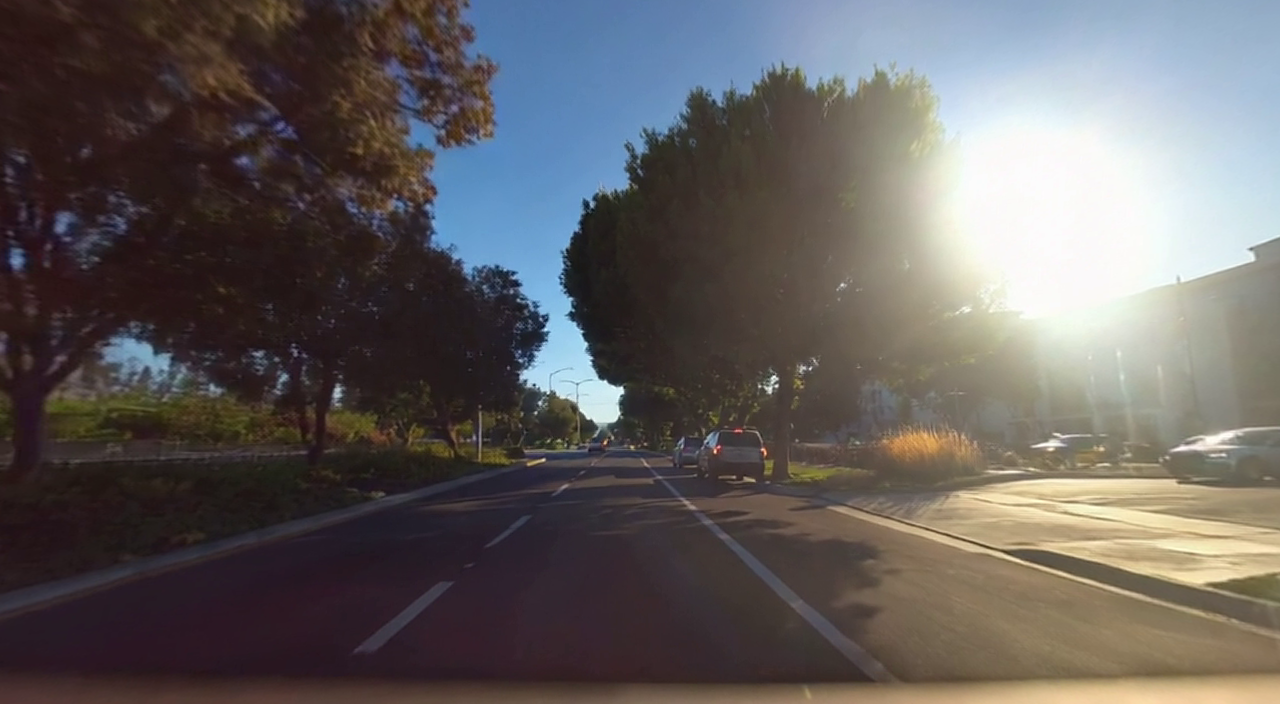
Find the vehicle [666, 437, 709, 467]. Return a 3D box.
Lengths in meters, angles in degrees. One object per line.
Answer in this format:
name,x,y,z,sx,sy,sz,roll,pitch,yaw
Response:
vehicle,2.635,5.648,35.797,1.832,1.538,4.208,0,-8,-4

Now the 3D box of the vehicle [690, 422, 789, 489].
vehicle,3.063,3.311,20.486,2.226,1.889,4.543,0,-8,-3

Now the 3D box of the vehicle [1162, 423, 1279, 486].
vehicle,19.041,3.134,19.201,2.068,1.759,4.747,2,-8,-2
